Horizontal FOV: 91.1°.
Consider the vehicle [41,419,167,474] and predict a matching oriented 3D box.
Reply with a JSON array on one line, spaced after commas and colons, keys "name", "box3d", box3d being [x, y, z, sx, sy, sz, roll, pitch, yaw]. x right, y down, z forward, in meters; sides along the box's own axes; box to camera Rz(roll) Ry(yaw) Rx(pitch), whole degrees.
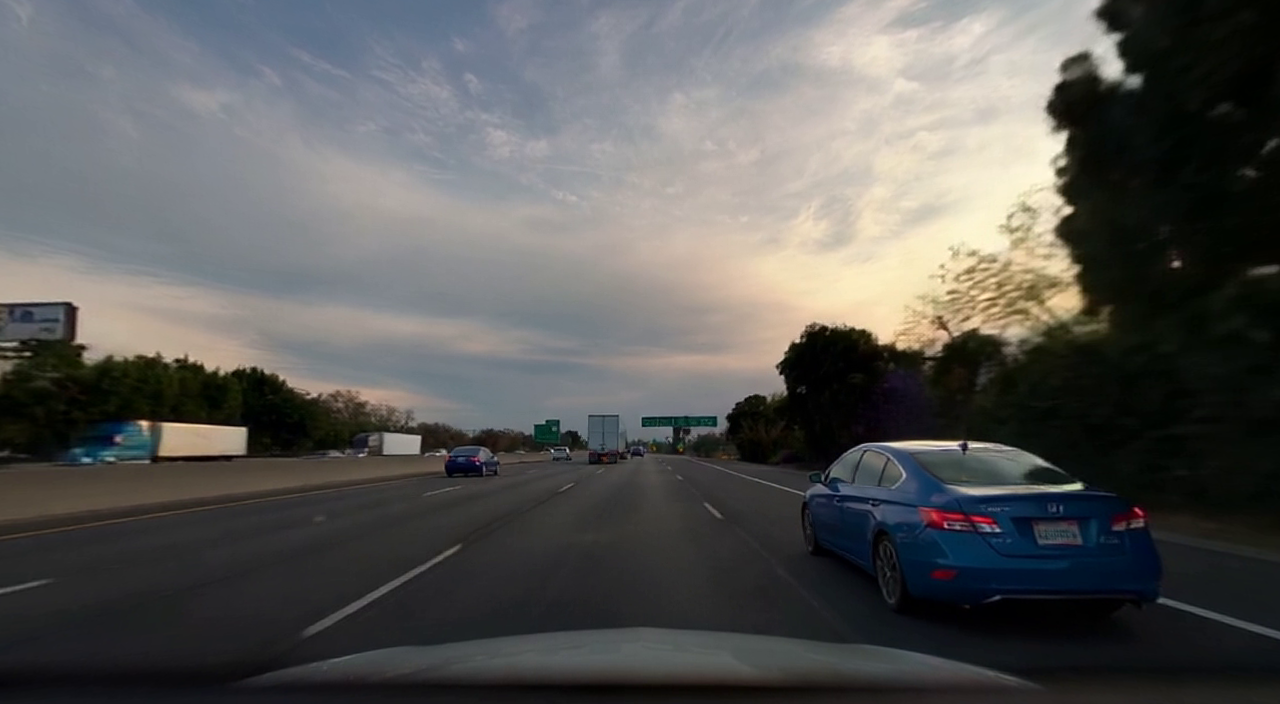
[{"name": "vehicle", "box3d": [-36.571, 6.481, 43.228, 2.853, 3.453, 6.411, 0, -8, 0]}]

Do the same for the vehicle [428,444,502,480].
[{"name": "vehicle", "box3d": [-7.675, 4.843, 28.046, 1.901, 1.467, 4.629, 0, -9, 1]}]
